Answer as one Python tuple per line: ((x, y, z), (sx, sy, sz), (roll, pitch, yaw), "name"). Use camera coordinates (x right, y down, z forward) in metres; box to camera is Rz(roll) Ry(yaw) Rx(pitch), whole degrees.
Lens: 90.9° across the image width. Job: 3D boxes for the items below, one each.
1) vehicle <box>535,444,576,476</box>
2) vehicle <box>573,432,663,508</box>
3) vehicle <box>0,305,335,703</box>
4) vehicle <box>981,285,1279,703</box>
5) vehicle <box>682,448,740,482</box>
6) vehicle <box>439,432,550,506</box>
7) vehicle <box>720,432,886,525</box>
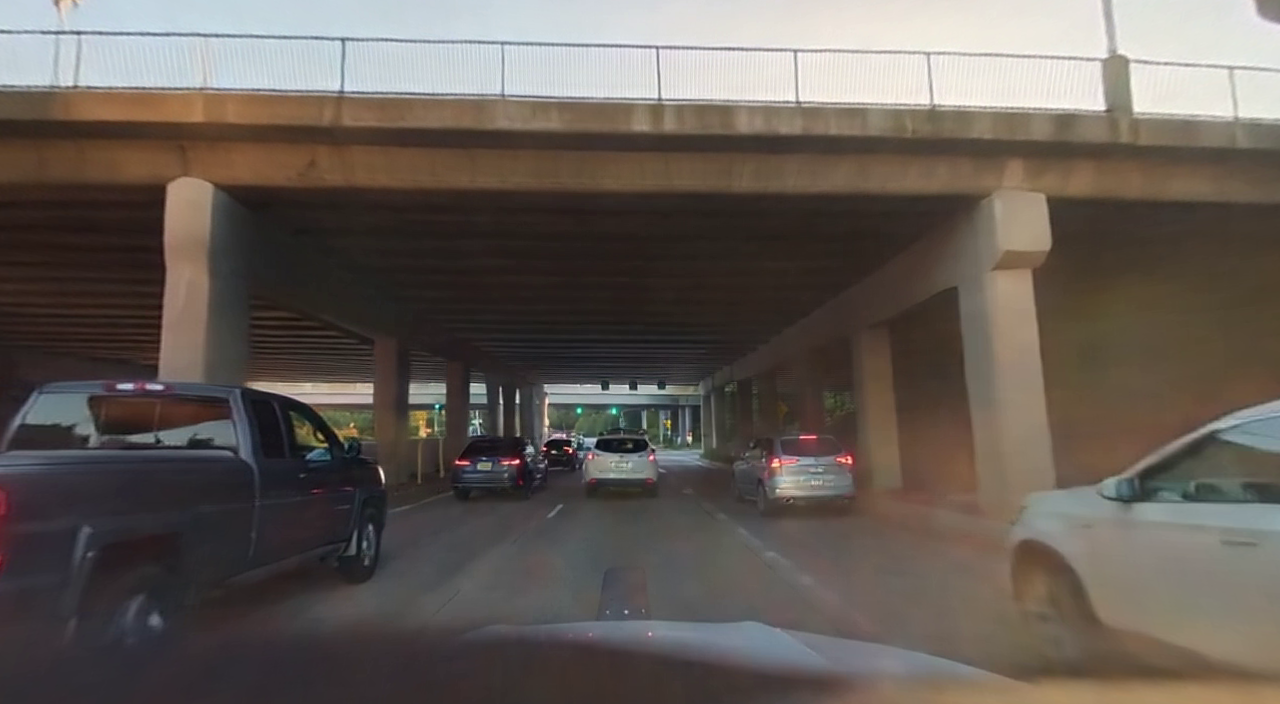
((-4.443, 5.738, 33.719), (1.829, 1.614, 3.611), (0, -8, -2), "vehicle")
((-0.560, 3.047, 16.713), (2.097, 1.748, 3.794), (0, -8, -2), "vehicle")
((-3.489, 0.779, 2.695), (2.074, 1.814, 4.596), (0, -8, -1), "vehicle")
((3.721, 0.686, 2.173), (2.401, 1.968, 4.841), (0, -8, 1), "vehicle")
((3.239, 5.209, 29.442), (2.026, 1.457, 3.969), (1, -9, -3), "vehicle")
((-3.737, 3.084, 17.026), (2.127, 1.720, 4.064), (0, -8, -2), "vehicle")
((3.396, 2.767, 14.518), (2.234, 1.720, 5.378), (0, -8, -2), "vehicle")
